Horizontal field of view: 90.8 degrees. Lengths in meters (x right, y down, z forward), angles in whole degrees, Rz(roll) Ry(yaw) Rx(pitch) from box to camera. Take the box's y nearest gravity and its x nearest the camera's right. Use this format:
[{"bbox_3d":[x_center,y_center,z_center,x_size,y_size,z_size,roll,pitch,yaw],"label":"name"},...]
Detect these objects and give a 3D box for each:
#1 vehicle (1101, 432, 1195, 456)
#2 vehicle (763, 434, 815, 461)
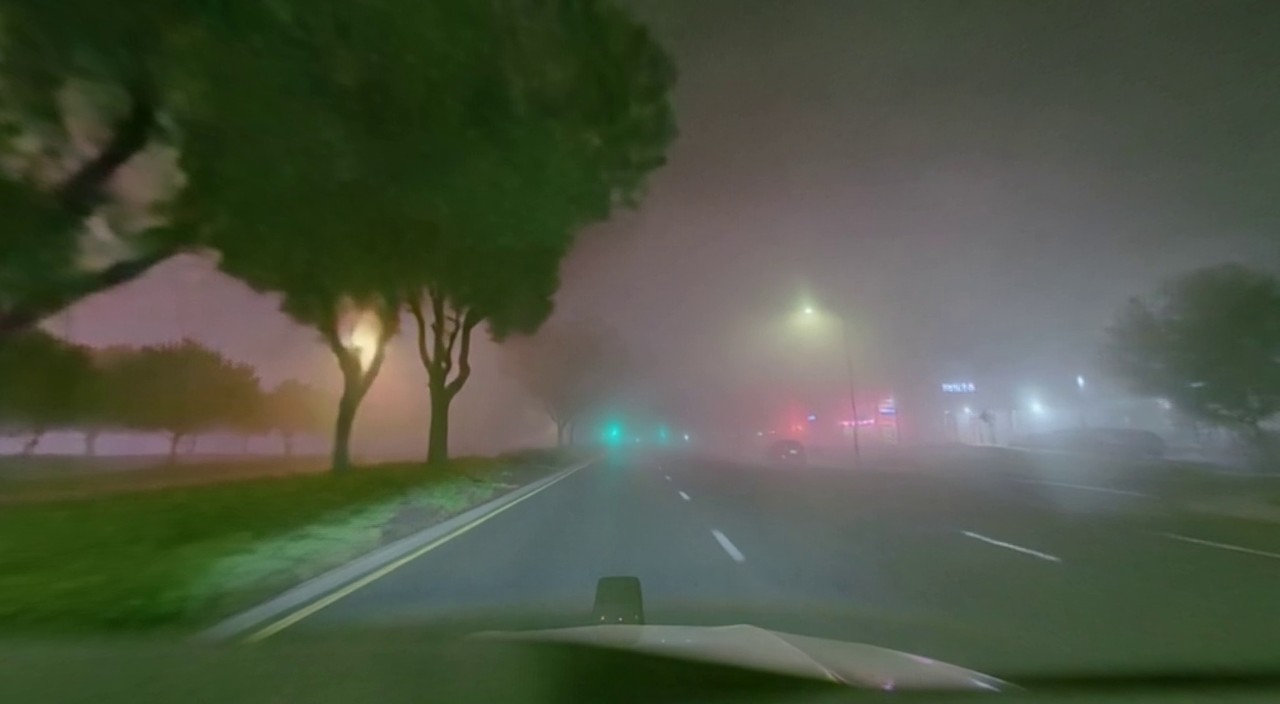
[{"bbox_3d":[31.744,5.763,39.566,4.064,1.457,1.999,0,-9,3],"label":"vehicle"},{"bbox_3d":[9.343,6.055,40.025,1.981,1.557,4.456,0,-8,-3],"label":"vehicle"}]
